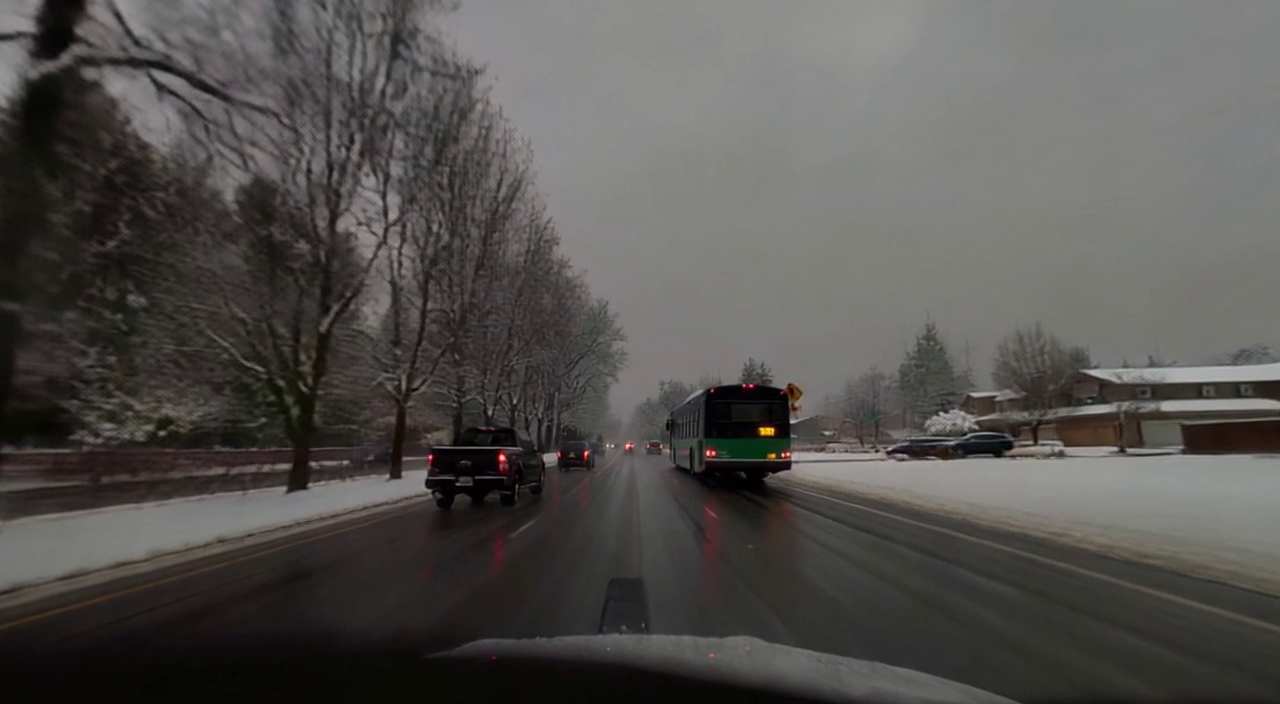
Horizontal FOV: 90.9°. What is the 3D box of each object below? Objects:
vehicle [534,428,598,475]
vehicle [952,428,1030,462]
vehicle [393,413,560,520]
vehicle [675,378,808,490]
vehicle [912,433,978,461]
[{"bbox_3d":[-3.481,4.875,31.046,2.513,2.066,5.820,0,-8,0],"label":"vehicle"},{"bbox_3d":[21.770,5.799,39.360,2.152,1.945,4.827,0,-8,1],"label":"vehicle"},{"bbox_3d":[-3.183,2.379,13.604,2.074,1.849,5.137,0,-8,2],"label":"vehicle"},{"bbox_3d":[3.314,3.320,24.807,3.059,3.264,12.623,0,-8,0],"label":"vehicle"},{"bbox_3d":[19.049,5.962,39.606,2.062,1.683,4.209,0,-8,2],"label":"vehicle"}]
